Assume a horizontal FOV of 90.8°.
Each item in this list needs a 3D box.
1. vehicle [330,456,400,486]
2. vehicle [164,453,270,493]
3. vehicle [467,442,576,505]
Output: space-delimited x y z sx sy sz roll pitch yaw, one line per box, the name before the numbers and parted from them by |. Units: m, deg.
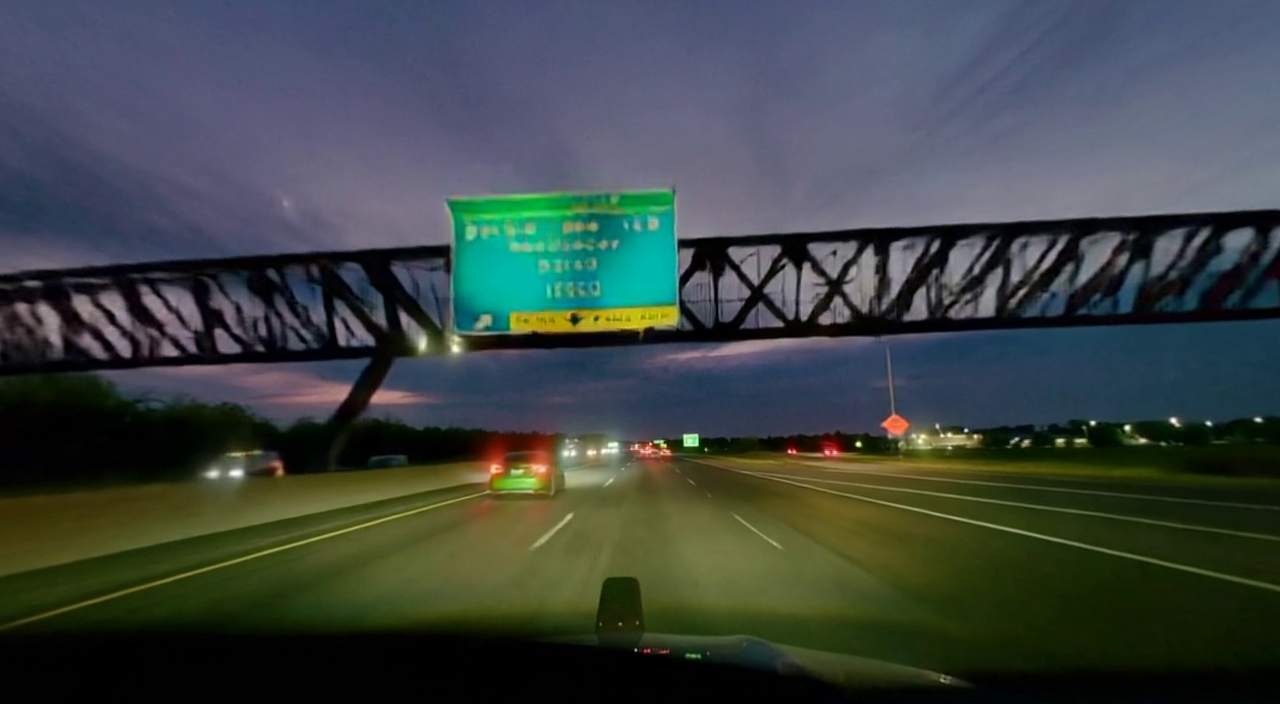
vehicle | -14.686 6.330 33.927 1.865 1.463 4.048 0 -9 1
vehicle | -22.319 6.386 33.627 2.063 1.909 5.073 0 -9 1
vehicle | -3.193 3.389 18.010 2.180 1.537 4.459 0 -9 1
